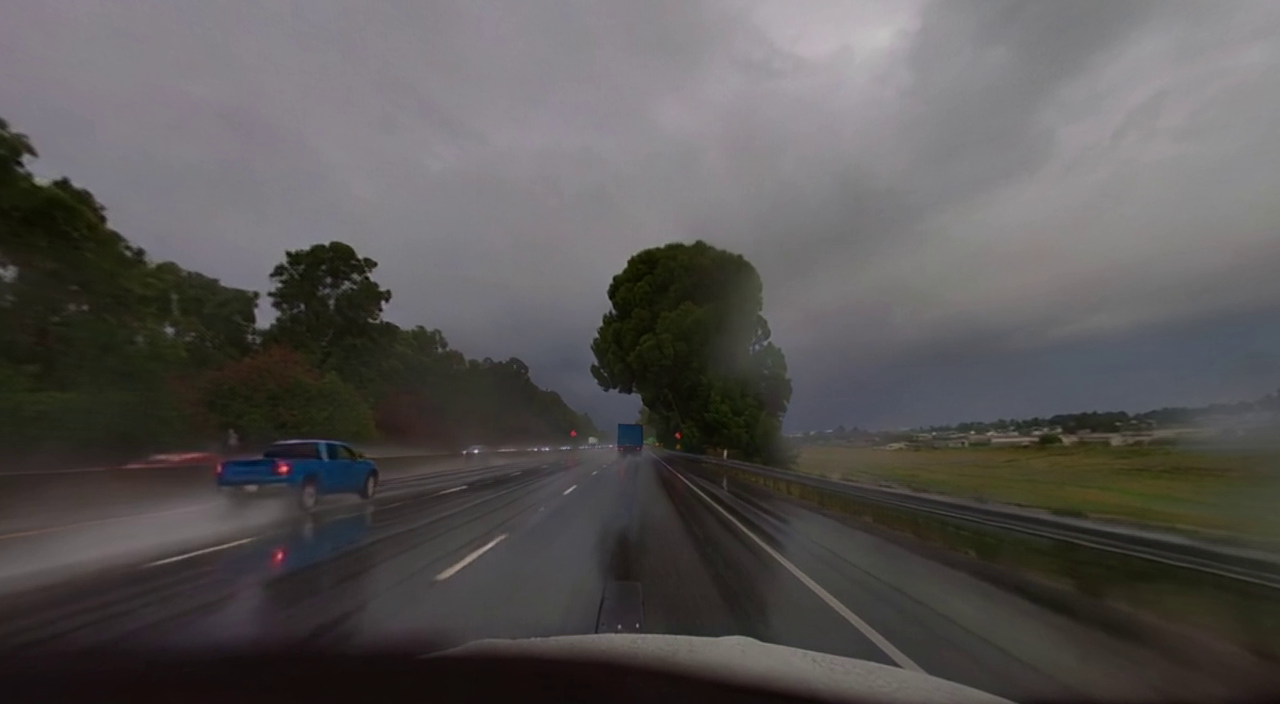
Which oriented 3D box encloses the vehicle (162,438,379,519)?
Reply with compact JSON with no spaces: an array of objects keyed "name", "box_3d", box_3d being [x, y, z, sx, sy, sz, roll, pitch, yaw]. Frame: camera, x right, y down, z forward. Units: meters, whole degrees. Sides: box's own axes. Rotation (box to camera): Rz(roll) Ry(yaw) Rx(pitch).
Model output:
[{"name":"vehicle","box_3d":[-7.913,2.722,14.220,2.155,1.504,4.490,0,-8,0]}]
